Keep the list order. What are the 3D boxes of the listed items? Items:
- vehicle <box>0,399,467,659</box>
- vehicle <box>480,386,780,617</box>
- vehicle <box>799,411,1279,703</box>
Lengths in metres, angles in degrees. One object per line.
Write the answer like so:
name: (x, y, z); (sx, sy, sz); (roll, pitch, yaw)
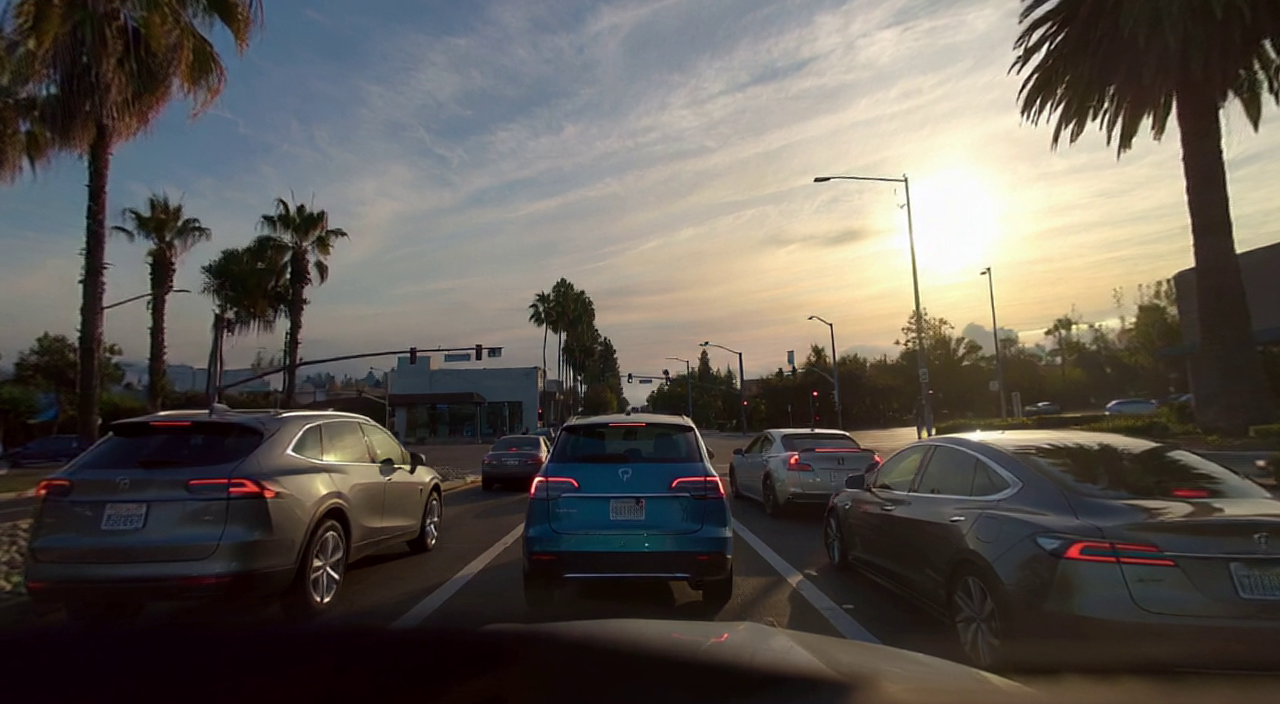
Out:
vehicle: (-3.352, 1.381, 6.052); (2.014, 1.534, 4.455); (0, -8, 1)
vehicle: (-0.137, 1.459, 7.071); (2.280, 1.747, 4.361); (0, -8, -2)
vehicle: (2.971, 1.368, 5.262); (2.017, 1.491, 4.611); (0, -8, -1)
